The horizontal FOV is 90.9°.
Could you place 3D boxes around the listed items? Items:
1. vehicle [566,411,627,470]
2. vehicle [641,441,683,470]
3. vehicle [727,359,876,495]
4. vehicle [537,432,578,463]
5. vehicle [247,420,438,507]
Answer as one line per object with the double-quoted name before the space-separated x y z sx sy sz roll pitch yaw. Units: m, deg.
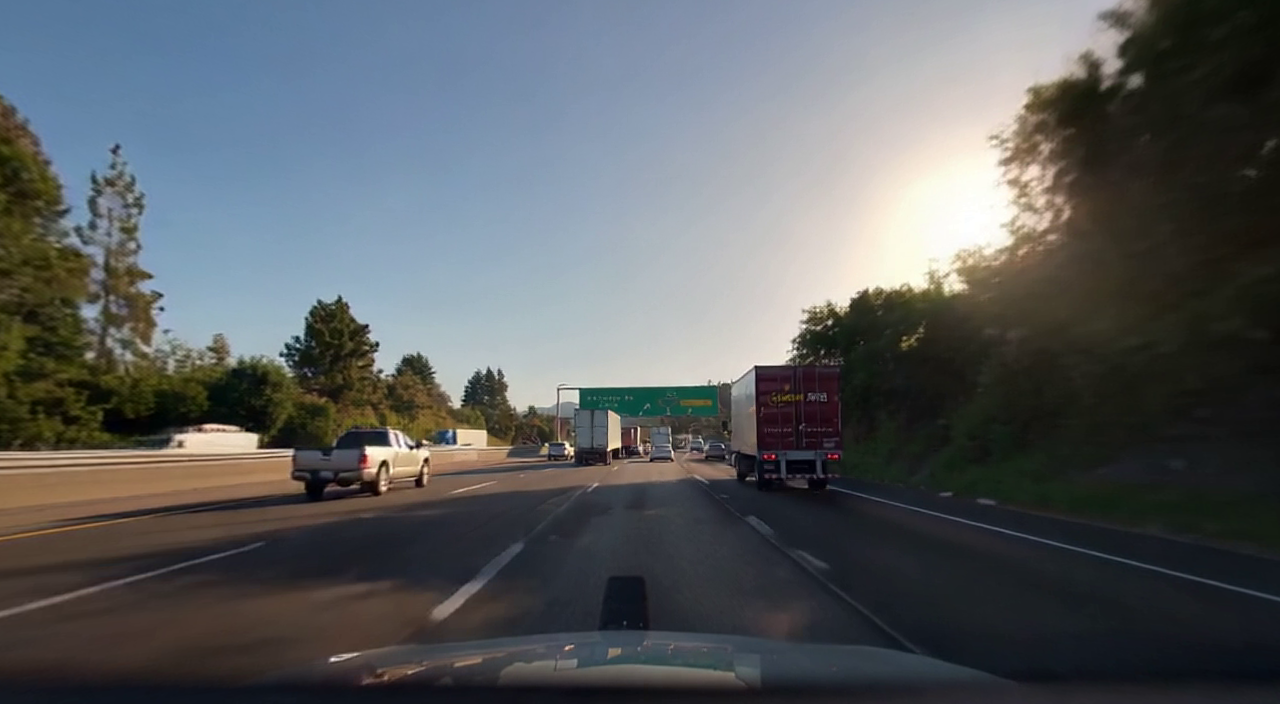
"vehicle" -2.428 5.329 37.864 2.745 3.156 7.608 0 -8 3
"vehicle" 1.196 5.624 34.464 2.105 1.502 4.068 0 -9 2
"vehicle" 4.652 2.467 20.044 2.895 3.484 7.631 0 -8 2
"vehicle" -6.337 7.430 49.105 2.322 2.195 5.556 0 -9 2
"vehicle" -7.225 2.792 16.178 2.272 1.850 5.156 0 -8 1
